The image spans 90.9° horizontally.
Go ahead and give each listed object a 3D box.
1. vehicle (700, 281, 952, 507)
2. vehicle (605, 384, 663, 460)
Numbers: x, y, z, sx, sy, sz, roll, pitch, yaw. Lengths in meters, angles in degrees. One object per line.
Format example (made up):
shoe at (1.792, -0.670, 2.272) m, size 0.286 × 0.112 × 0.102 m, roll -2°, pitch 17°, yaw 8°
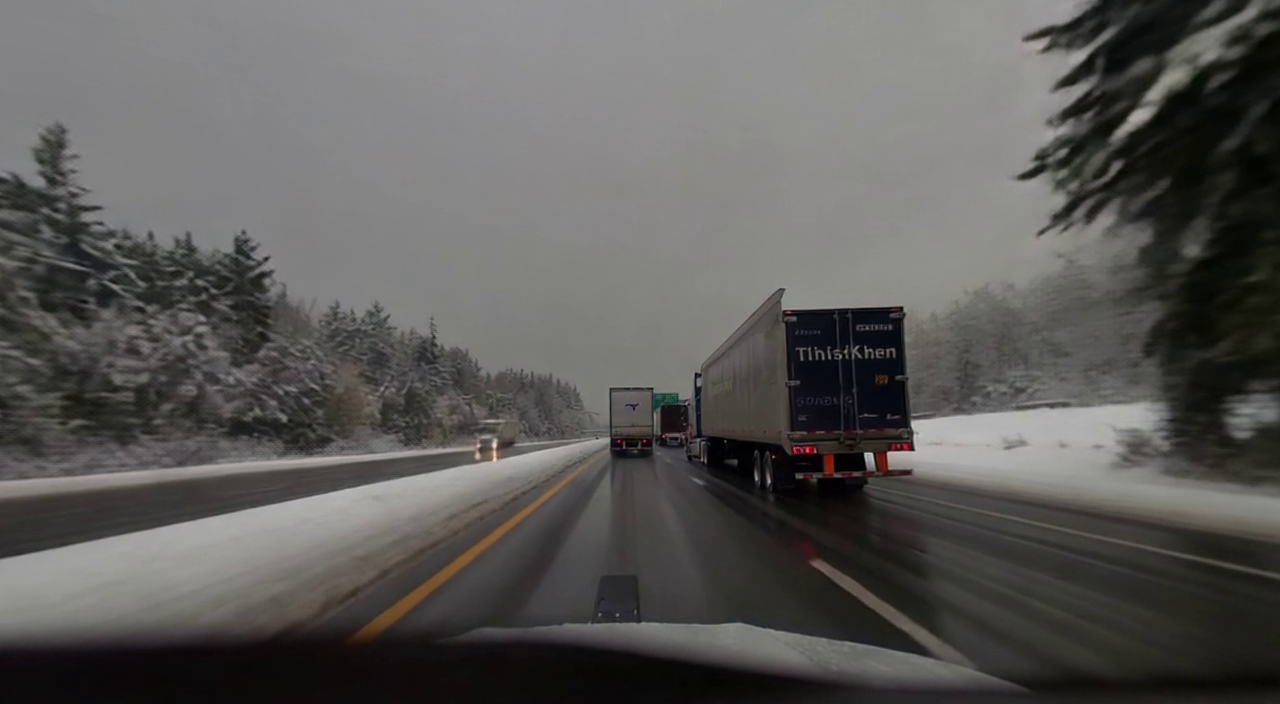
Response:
vehicle at (4.052, 1.704, 18.796) m, size 2.856 × 4.145 × 14.500 m, roll 0°, pitch -8°, yaw -1°
vehicle at (-0.392, 4.290, 37.520) m, size 2.958 × 3.917 × 10.196 m, roll 0°, pitch -8°, yaw -1°
